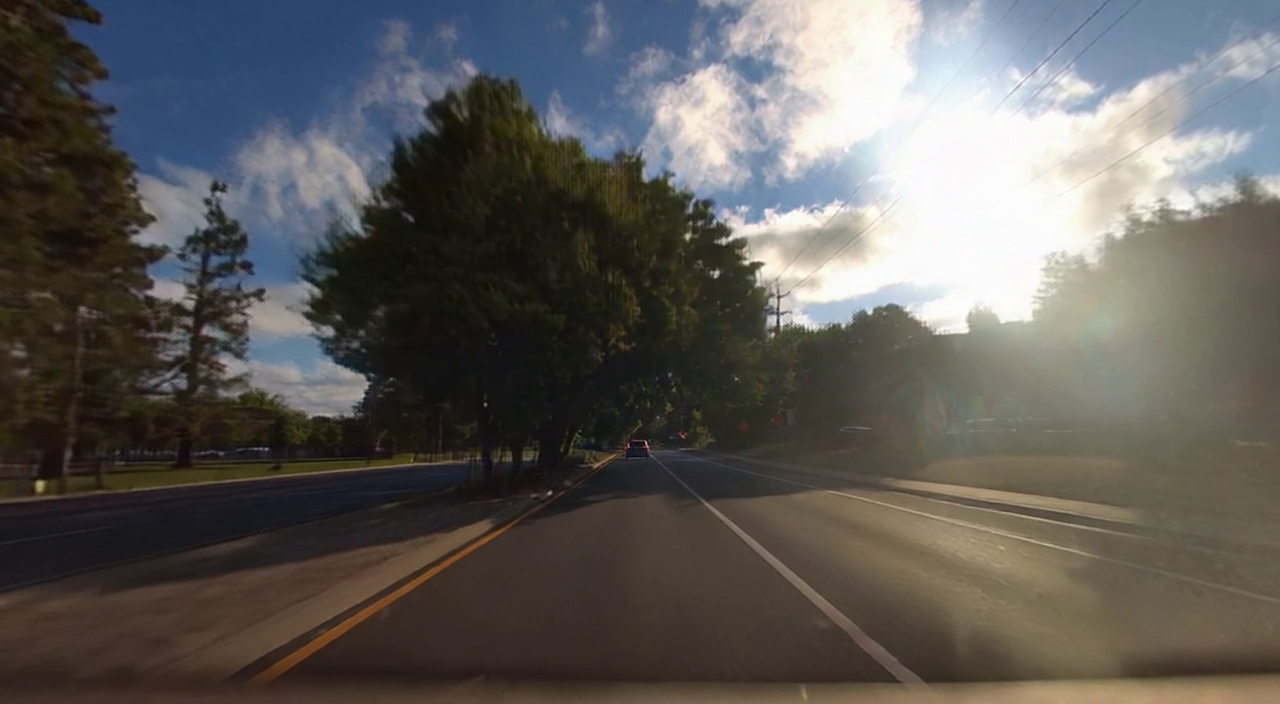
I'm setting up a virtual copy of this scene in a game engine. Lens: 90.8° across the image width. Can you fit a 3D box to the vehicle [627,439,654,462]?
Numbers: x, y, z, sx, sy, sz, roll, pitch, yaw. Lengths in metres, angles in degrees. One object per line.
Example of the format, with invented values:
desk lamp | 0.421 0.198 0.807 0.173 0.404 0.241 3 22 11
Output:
vehicle | 0.036 7.762 49.905 2.016 1.665 3.932 0 -8 0
